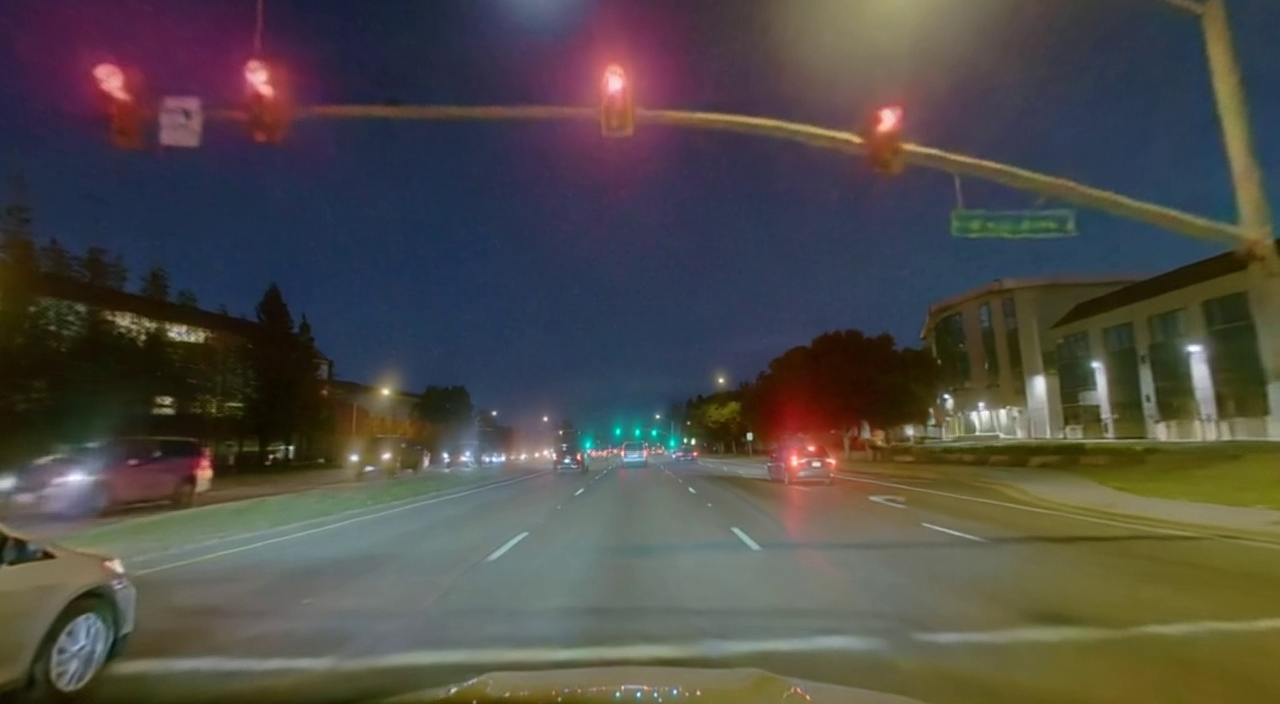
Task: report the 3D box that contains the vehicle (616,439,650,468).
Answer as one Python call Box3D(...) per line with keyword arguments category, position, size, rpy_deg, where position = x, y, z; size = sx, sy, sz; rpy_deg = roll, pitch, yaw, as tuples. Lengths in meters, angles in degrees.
Box3D(category="vehicle", position=(-0.412, 6.321, 39.442), size=(2.008, 1.716, 4.125), rpy_deg=(0, -8, 0))

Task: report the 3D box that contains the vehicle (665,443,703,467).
Box3D(category="vehicle", position=(2.761, 6.598, 40.716), size=(2.014, 1.430, 4.103), rpy_deg=(0, -8, -2))

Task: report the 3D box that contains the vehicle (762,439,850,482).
Box3D(category="vehicle", position=(6.202, 4.113, 24.241), size=(2.028, 1.451, 4.625), rpy_deg=(0, -8, -2))

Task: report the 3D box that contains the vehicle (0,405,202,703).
Box3D(category="vehicle", position=(-3.706, 0.824, 1.653), size=(2.018, 1.476, 4.364), rpy_deg=(0, -8, -1))

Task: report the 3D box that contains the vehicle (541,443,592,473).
Box3D(category="vehicle", position=(-3.772, 5.533, 33.224), size=(2.163, 1.474, 4.413), rpy_deg=(0, -8, 0))

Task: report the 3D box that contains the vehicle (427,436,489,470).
Box3D(category="vehicle", position=(-9.490, 5.304, 33.300), size=(2.026, 1.639, 4.496), rpy_deg=(0, -8, -1))

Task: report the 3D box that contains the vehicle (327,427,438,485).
Box3D(category="vehicle", position=(-9.271, 3.739, 23.236), size=(2.185, 1.752, 4.599), rpy_deg=(-4, -8, 0))
